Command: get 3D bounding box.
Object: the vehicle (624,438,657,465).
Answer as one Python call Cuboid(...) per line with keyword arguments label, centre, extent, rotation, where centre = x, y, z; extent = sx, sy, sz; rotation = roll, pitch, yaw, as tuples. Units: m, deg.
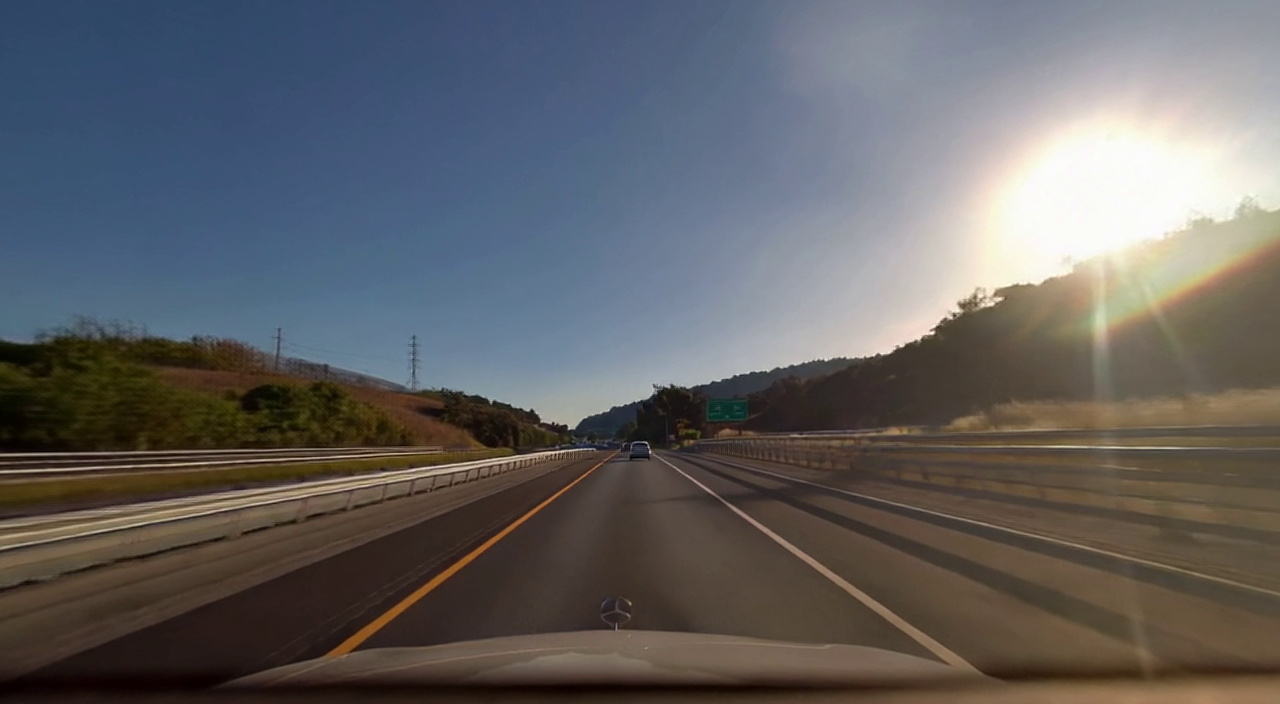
Cuboid(label="vehicle", centre=(0.006, 6.684, 42.495), extent=(2.059, 1.696, 4.165), rotation=(0, -8, -1))
